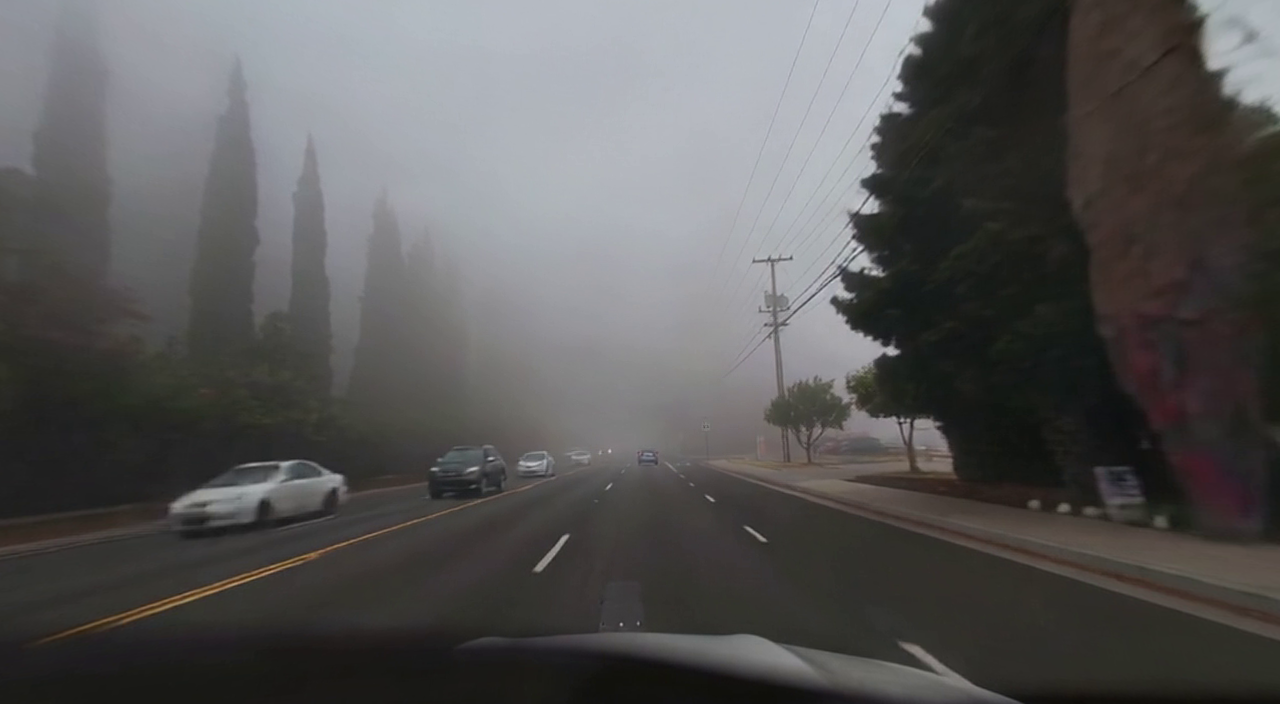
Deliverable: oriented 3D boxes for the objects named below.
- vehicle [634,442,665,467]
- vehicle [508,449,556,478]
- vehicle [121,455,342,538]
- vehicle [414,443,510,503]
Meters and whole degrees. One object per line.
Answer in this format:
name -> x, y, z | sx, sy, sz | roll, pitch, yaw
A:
vehicle -> 0.673, 7.676, 47.309 | 2.163, 1.746, 4.073 | -1, -8, 0
vehicle -> -5.884, 6.111, 34.905 | 1.933, 1.492, 3.755 | -1, -8, 1
vehicle -> -8.953, 3.153, 14.462 | 2.058, 1.495, 4.448 | -1, -8, 0
vehicle -> -5.405, 3.678, 19.716 | 1.792, 1.628, 4.000 | -1, -8, 0
